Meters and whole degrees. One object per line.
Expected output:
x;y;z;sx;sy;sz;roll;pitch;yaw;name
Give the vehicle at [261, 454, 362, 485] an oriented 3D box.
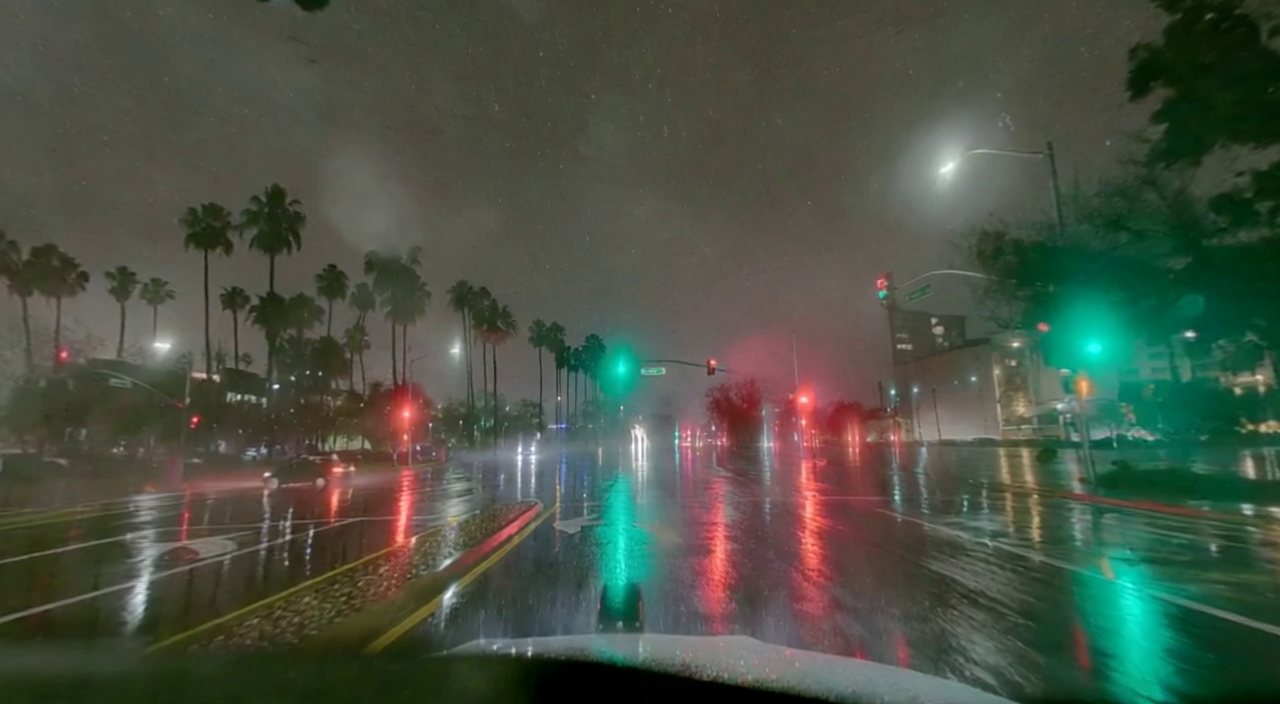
-16.698;5.939;32.174;4.386;1.481;2.037;-3;-9;19;vehicle
